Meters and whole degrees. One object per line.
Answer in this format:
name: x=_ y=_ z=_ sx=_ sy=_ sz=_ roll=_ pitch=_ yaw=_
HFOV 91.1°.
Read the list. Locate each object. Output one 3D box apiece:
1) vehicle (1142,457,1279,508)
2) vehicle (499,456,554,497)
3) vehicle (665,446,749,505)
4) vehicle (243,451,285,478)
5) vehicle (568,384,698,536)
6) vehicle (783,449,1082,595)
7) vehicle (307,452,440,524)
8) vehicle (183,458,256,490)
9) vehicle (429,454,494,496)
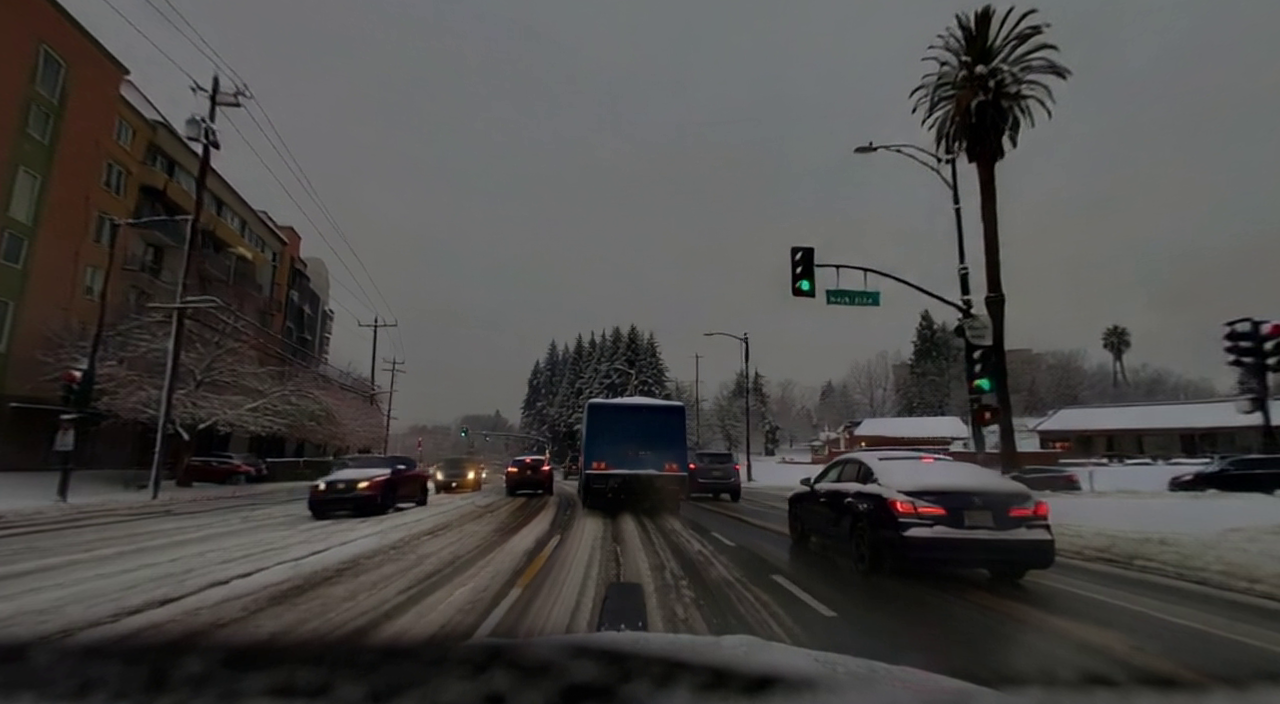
vehicle: x=23.947 y=5.220 z=25.560 sx=2.111 sy=1.804 sz=4.910 roll=5 pitch=-10 yaw=-27
vehicle: x=-4.860 y=5.360 z=27.413 sx=2.033 sy=1.555 sz=4.408 roll=1 pitch=-9 yaw=-6
vehicle: x=2.375 y=4.587 z=23.914 sx=2.157 sy=1.944 sz=5.423 roll=1 pitch=-9 yaw=-5
vehicle: x=-29.082 y=8.684 z=48.672 sx=1.981 sy=1.887 sz=4.441 roll=3 pitch=-9 yaw=-22
vehicle: x=-0.389 y=2.562 z=15.423 sx=2.517 sy=2.926 sz=6.177 roll=1 pitch=-9 yaw=-5
vehicle: x=3.676 y=2.186 z=9.088 sx=1.978 sy=1.507 sz=4.636 roll=0 pitch=-9 yaw=-2
vehicle: x=-6.511 y=3.321 z=15.857 sx=1.801 sy=1.524 sz=3.974 roll=0 pitch=-9 yaw=-3
vehicle: x=-24.046 y=6.966 z=36.071 sx=1.974 sy=1.597 sz=4.606 roll=2 pitch=-9 yaw=-14
vehicle: x=-7.999 y=5.527 z=28.537 sx=2.165 sy=1.690 sz=4.322 roll=1 pitch=-9 yaw=-7
